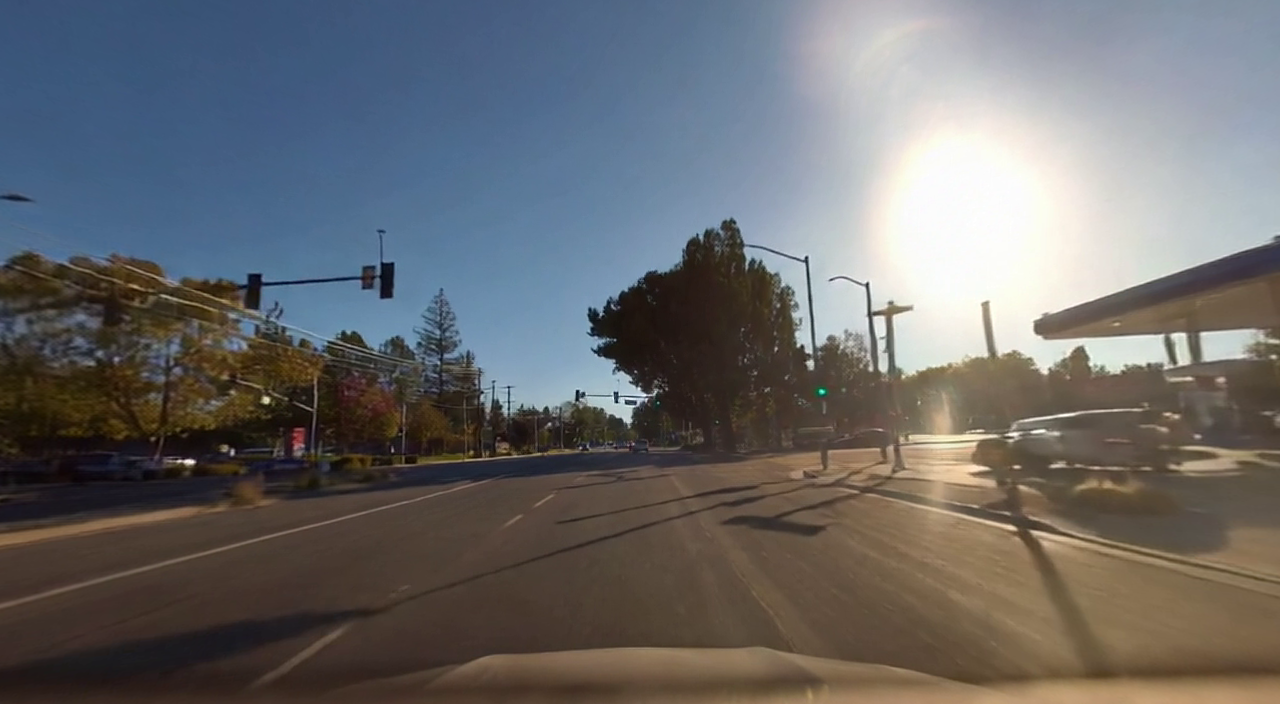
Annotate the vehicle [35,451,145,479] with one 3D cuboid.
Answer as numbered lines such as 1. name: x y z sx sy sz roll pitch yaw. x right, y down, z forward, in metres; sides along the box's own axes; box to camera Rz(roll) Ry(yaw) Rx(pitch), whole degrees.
1. vehicle: -34.150 7.006 39.259 4.774 1.672 1.936 1 -8 -6

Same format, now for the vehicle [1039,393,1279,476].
1. vehicle: 13.391 2.169 16.409 4.454 1.990 2.124 -1 -8 7
